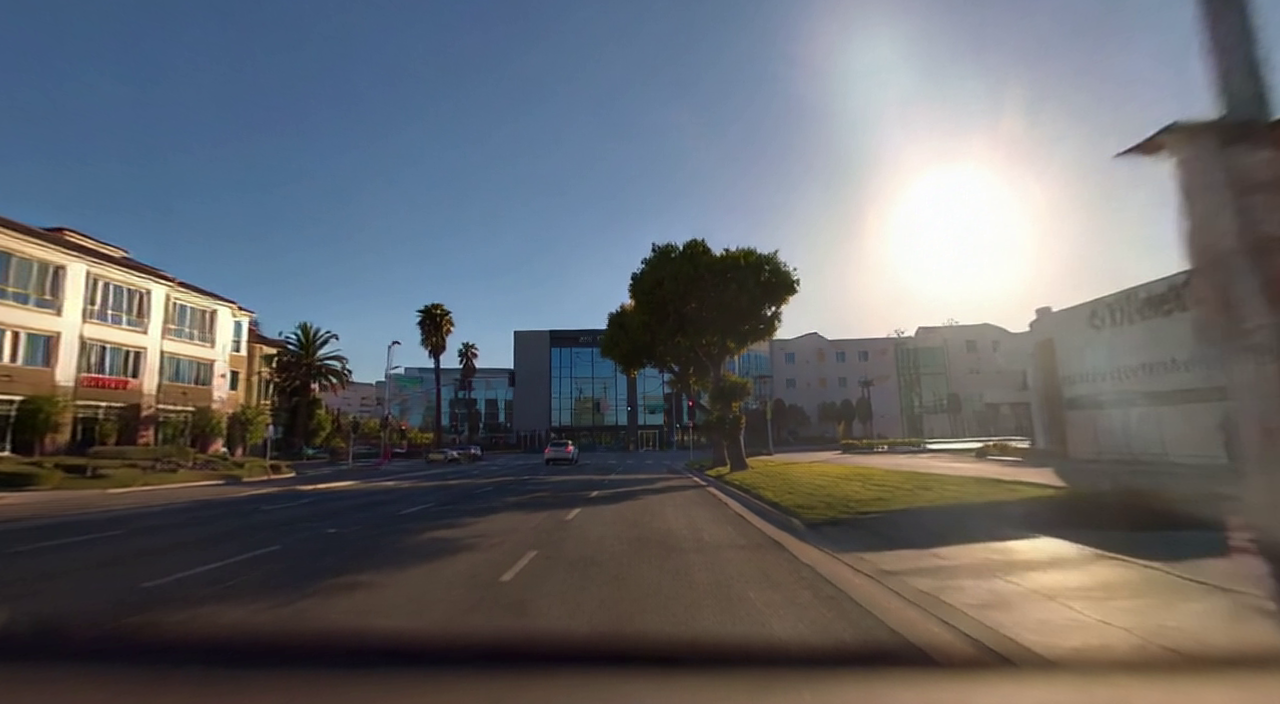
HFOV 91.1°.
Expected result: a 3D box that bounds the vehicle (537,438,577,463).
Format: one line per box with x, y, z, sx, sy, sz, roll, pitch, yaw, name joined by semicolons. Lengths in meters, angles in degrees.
-5.925;7.079;45.154;2.121;1.731;4.707;0;-9;1;vehicle
